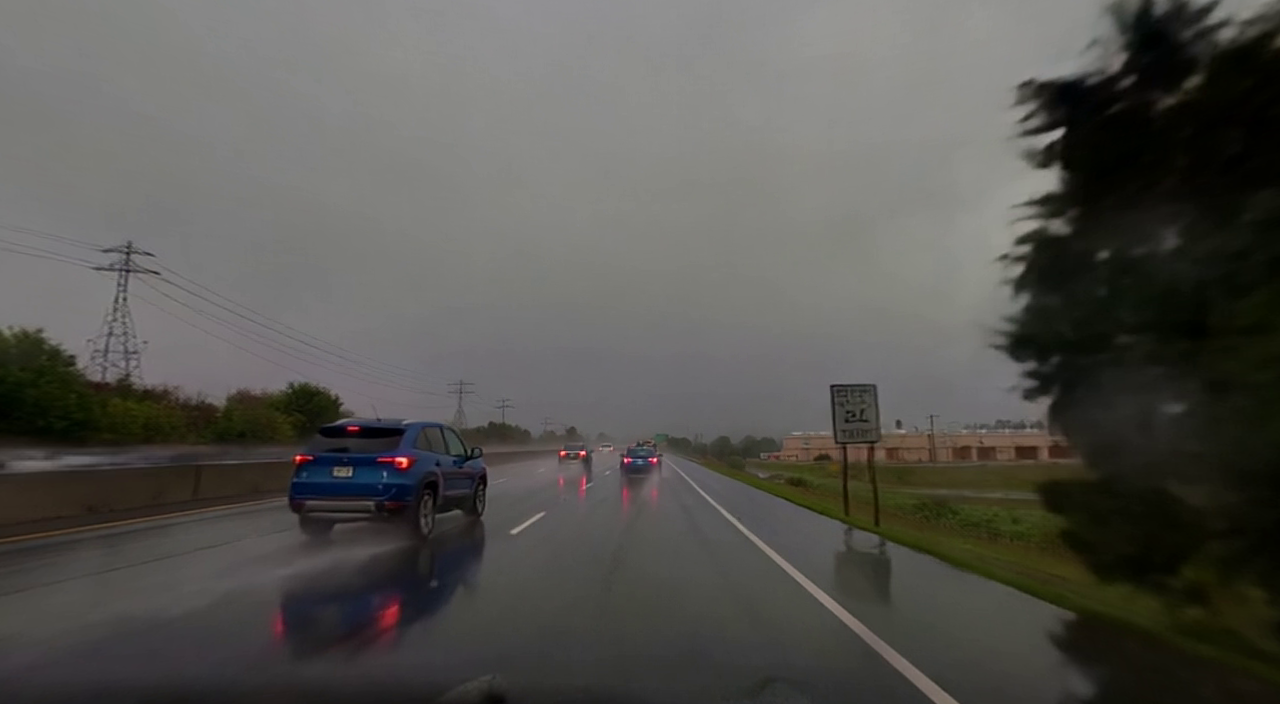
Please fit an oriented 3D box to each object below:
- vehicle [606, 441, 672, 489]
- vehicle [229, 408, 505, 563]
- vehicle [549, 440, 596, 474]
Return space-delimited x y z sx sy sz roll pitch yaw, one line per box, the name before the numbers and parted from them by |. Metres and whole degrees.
vehicle | -0.031 3.840 21.711 2.047 1.473 3.978 0 -8 0
vehicle | -3.693 1.899 9.705 2.133 1.789 4.518 -1 -8 1
vehicle | -3.614 5.721 34.622 1.993 1.717 4.321 -1 -8 2
